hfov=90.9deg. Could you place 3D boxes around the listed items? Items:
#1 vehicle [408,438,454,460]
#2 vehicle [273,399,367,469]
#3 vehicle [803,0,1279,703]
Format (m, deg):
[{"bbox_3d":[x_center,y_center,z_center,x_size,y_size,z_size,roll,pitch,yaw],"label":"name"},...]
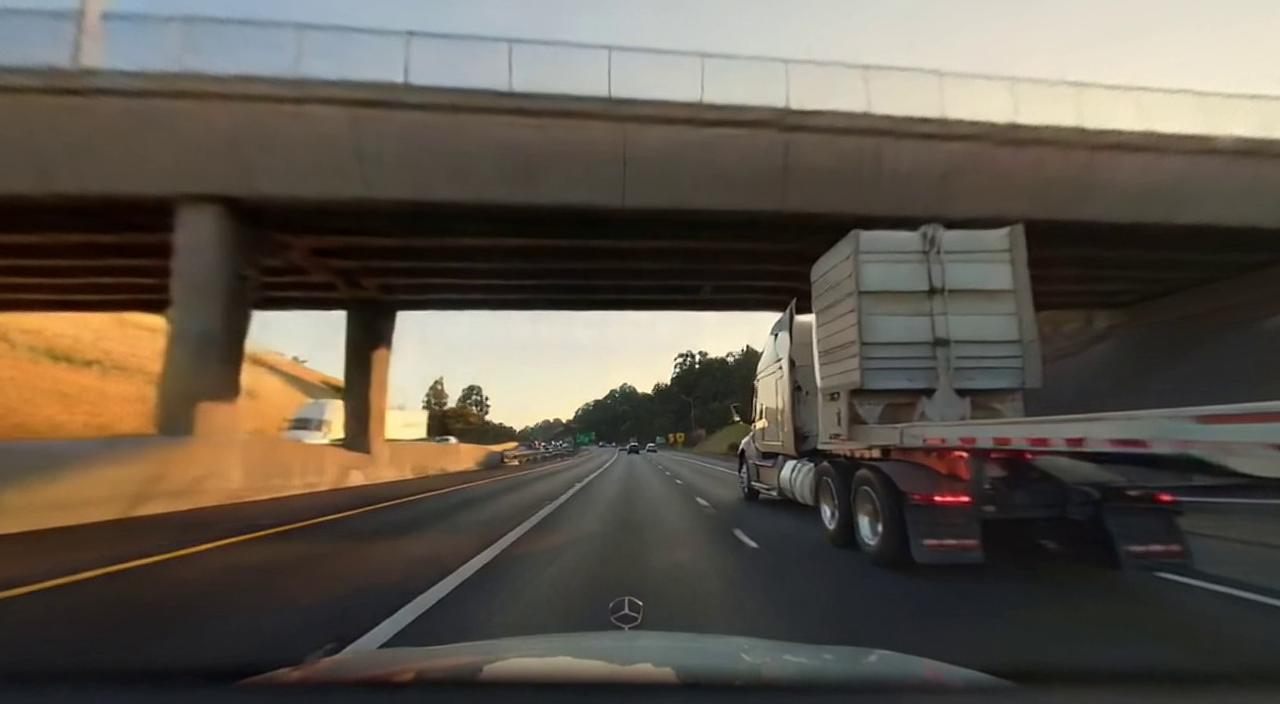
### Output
[{"bbox_3d":[-15.868,7.409,48.065,2.004,1.551,4.601,0,-9,-1],"label":"vehicle"},{"bbox_3d":[-19.848,5.154,39.435,3.347,4.086,4.464,0,-9,-1],"label":"vehicle"},{"bbox_3d":[3.848,0.040,3.112,2.876,3.586,11.726,0,-9,0],"label":"vehicle"}]
